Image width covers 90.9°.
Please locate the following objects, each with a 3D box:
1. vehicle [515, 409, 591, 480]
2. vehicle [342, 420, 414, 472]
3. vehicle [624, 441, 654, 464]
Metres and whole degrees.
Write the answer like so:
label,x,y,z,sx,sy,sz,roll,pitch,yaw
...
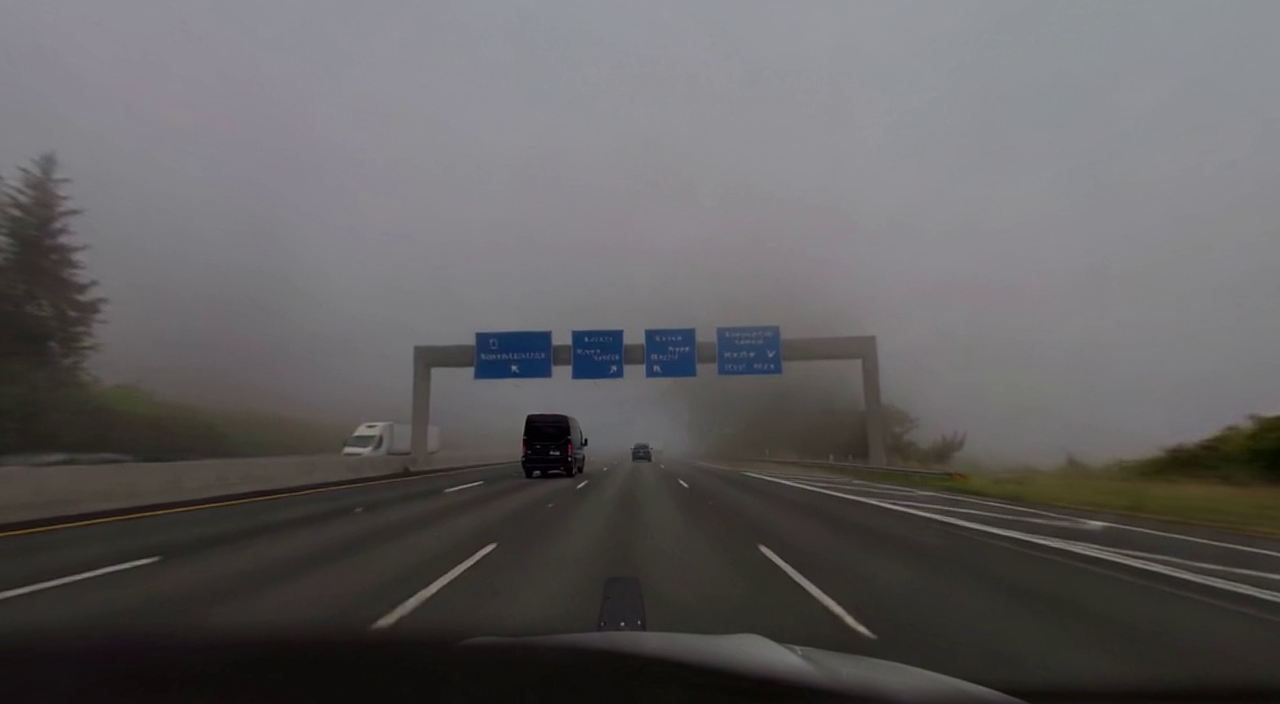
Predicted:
label,x,y,z,sx,sy,sz,roll,pitch,yaw
vehicle,-3.600,4.011,27.309,2.382,2.736,5.982,0,-9,0
vehicle,-20.342,7.375,49.352,2.966,3.817,5.992,0,-9,0
vehicle,-0.059,7.780,48.740,2.183,1.662,3.968,0,-9,0
